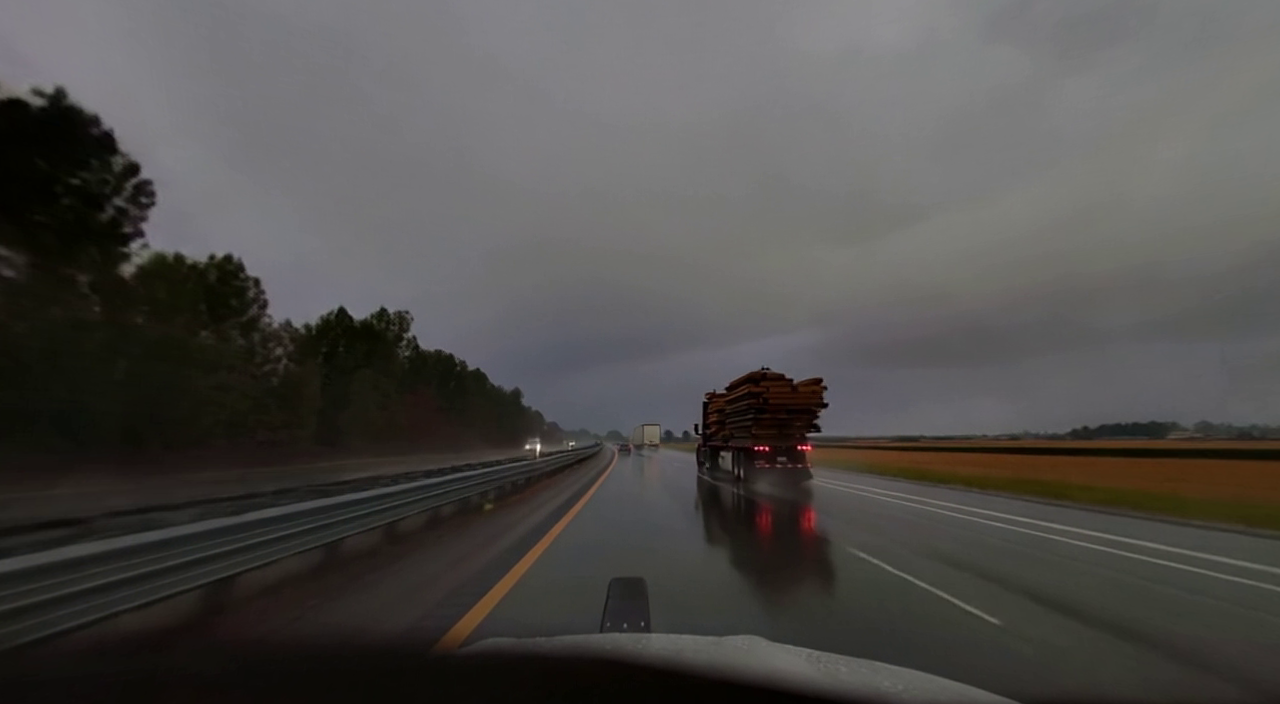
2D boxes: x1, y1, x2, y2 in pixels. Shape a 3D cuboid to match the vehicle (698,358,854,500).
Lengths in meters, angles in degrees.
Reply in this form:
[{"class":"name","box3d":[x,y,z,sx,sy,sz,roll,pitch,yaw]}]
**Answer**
[{"class":"vehicle","box3d":[4.684,3.336,26.514,3.023,4.054,16.882,0,-8,1]}]
